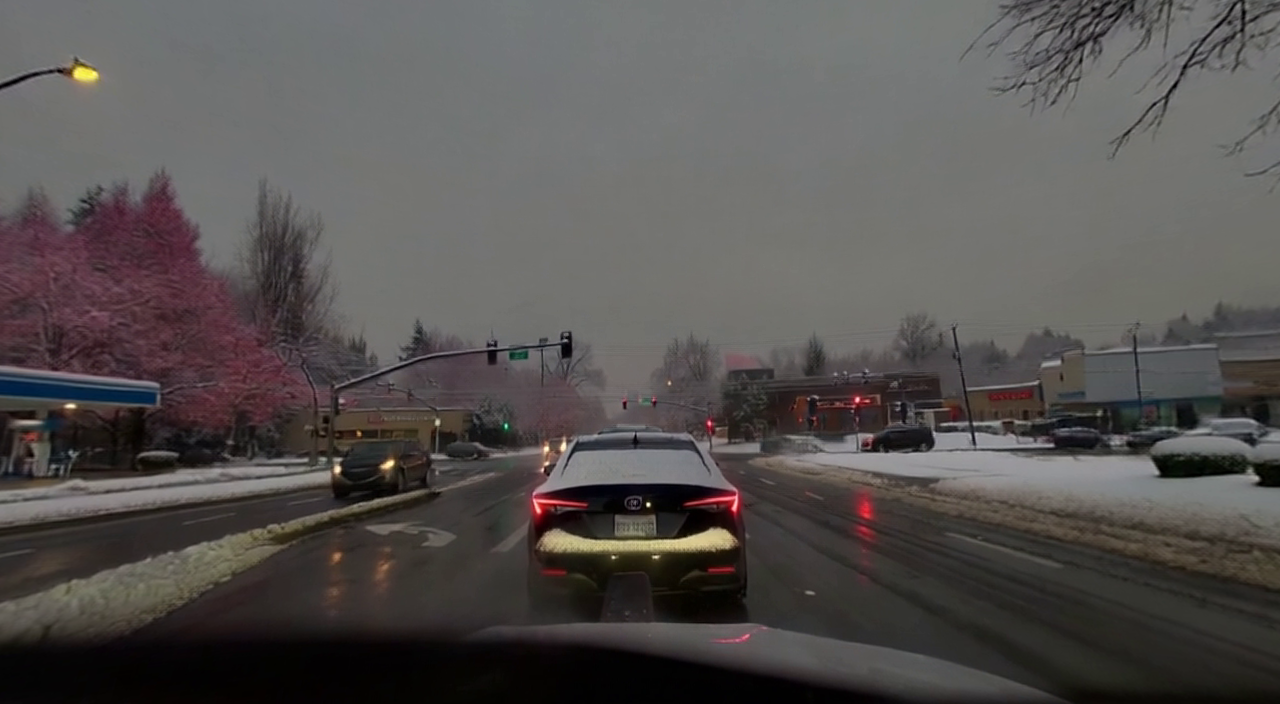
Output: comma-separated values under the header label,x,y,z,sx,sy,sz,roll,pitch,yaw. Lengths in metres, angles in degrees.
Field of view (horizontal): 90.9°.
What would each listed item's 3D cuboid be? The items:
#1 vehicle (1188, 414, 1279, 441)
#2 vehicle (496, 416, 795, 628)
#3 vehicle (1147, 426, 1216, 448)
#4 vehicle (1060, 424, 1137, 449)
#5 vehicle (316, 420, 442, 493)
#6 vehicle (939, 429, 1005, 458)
label,x,y,z,sx,sy,sz,roll,pitch,yaw
vehicle,36.318,4.657,38.474,1.848,1.581,4.475,-1,-8,3
vehicle,0.019,1.494,6.558,2.112,1.482,4.057,0,-8,-1
vehicle,40.979,6.447,47.745,3.573,1.432,1.604,-3,-7,1
vehicle,34.784,6.438,47.870,4.294,1.557,1.744,-4,-7,1
vehicle,-8.372,3.393,20.868,2.378,2.084,5.225,1,-8,-6
vehicle,18.382,5.057,34.862,2.053,1.495,4.091,-8,-11,44
